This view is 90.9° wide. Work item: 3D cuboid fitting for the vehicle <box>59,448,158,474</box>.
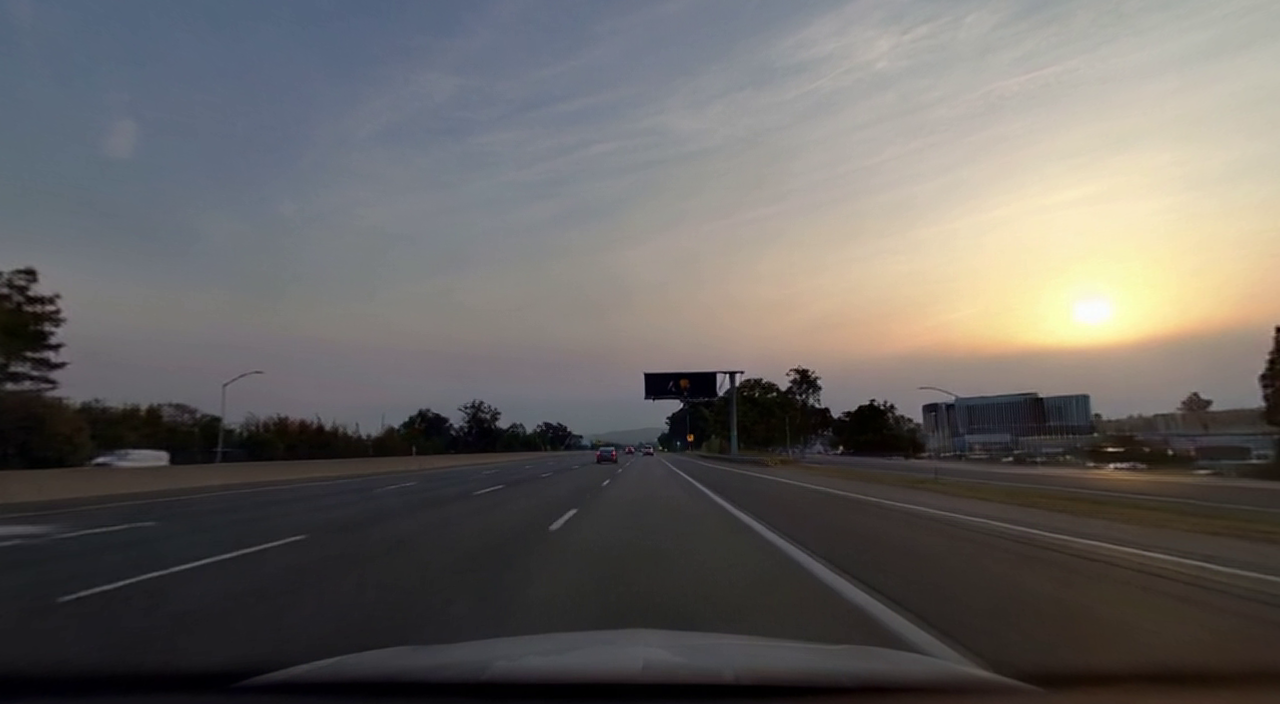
[{"bbox_3d":[-38.722,7.921,46.194,2.144,1.739,5.749,0,-9,1],"label":"vehicle"}]
